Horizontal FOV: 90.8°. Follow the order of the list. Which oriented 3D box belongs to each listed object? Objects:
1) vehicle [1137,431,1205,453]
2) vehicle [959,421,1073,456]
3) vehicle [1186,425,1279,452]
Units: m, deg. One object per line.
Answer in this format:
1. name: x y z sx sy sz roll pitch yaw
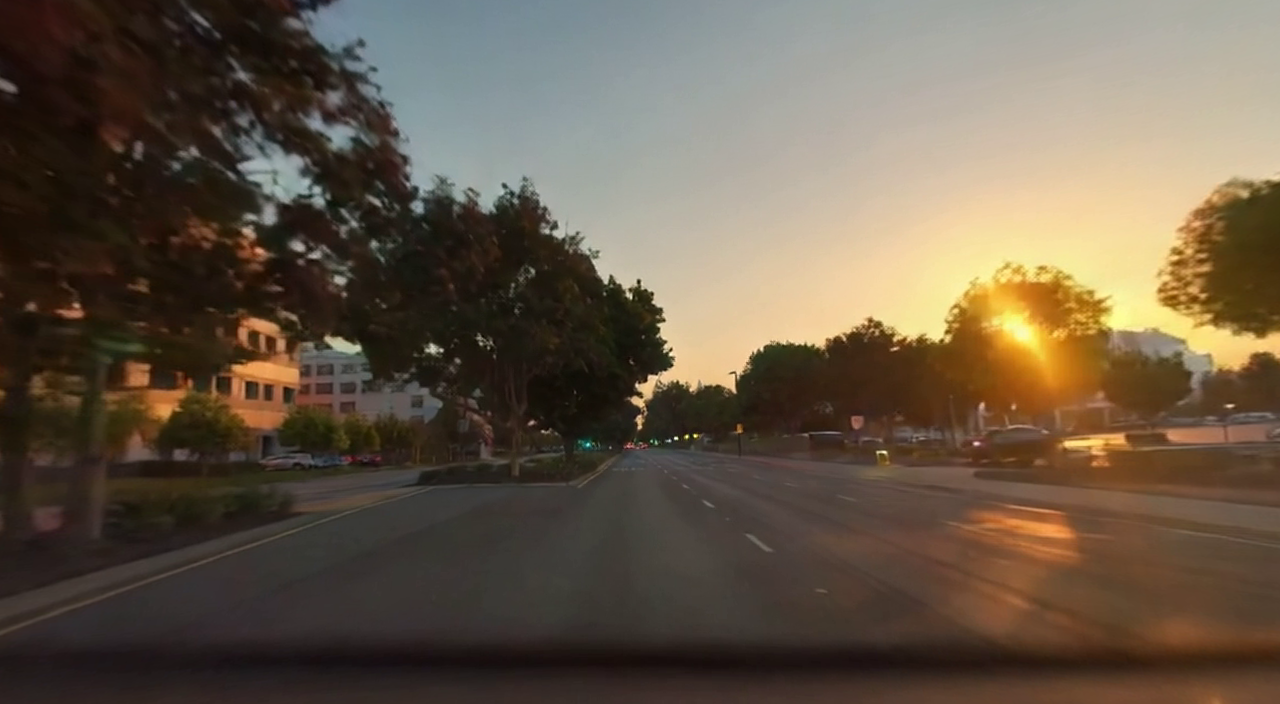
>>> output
1. vehicle: 39.858 6.775 47.468 3.517 1.432 1.583 -4 -8 0
2. vehicle: 20.009 4.621 33.773 4.656 1.752 2.309 0 -9 -4
3. vehicle: 34.248 5.004 36.385 4.002 1.471 1.720 0 -9 -3
